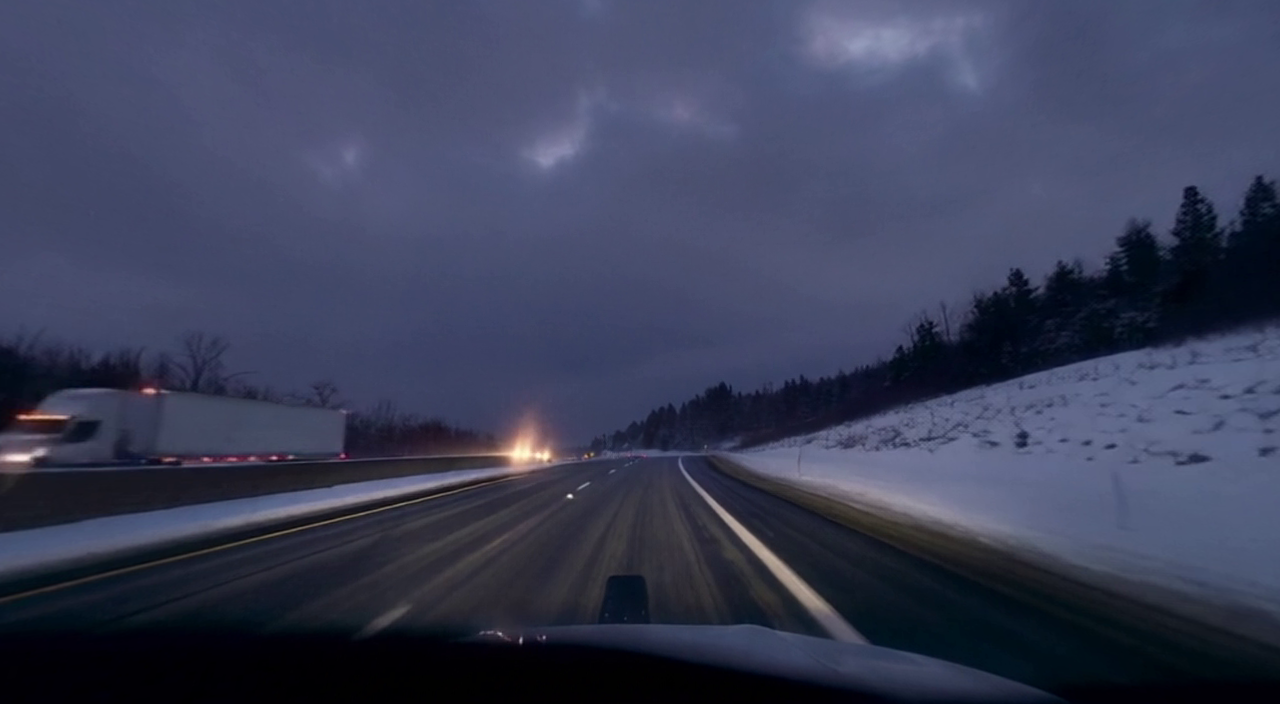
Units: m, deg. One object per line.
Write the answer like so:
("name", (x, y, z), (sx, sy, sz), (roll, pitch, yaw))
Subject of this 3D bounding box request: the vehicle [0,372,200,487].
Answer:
("vehicle", (-22.738, 3.289, 25.965), (3.026, 3.985, 7.985), (-1, -9, 3))

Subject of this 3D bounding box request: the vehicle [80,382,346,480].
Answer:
("vehicle", (-22.361, 4.643, 35.632), (2.895, 4.173, 16.603), (-1, -9, 2))
